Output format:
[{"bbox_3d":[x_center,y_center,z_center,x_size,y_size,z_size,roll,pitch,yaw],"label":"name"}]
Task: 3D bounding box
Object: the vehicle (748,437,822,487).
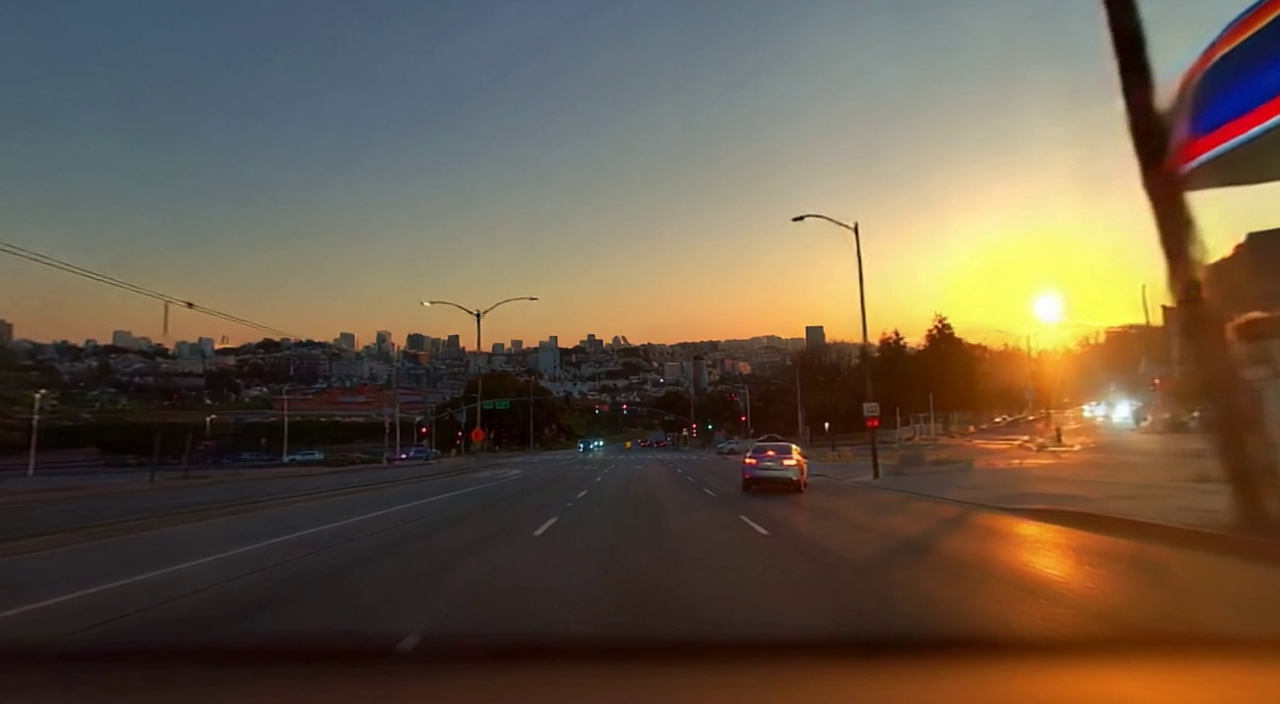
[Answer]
[{"bbox_3d":[4.785,3.668,21.488,2.113,1.470,4.867,-2,-8,9],"label":"vehicle"}]
